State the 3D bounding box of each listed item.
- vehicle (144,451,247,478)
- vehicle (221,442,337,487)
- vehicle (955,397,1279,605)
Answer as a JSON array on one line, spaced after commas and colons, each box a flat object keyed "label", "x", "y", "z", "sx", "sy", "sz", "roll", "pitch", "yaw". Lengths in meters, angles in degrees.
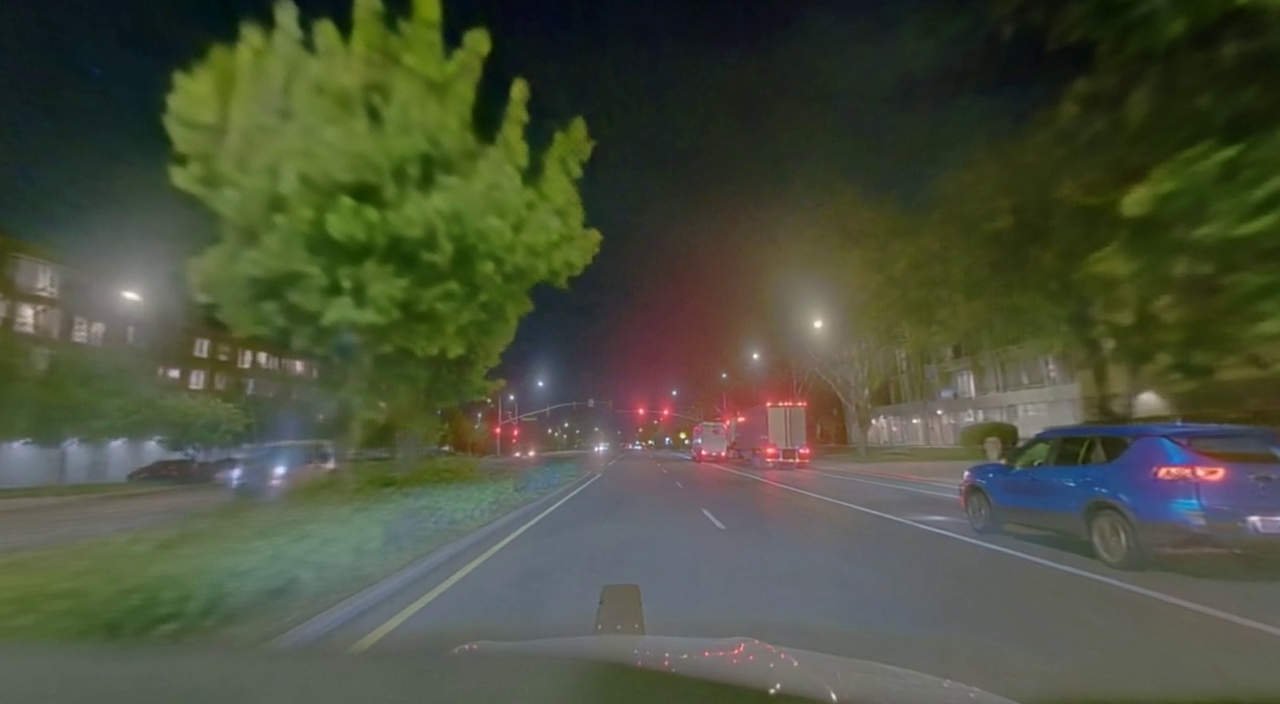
[{"label": "vehicle", "x": -24.992, "y": 6.336, "z": 35.621, "sx": 4.461, "sy": 1.452, "sz": 1.855, "roll": -1, "pitch": -8, "yaw": 3}, {"label": "vehicle", "x": -15.244, "y": 4.761, "z": 27.072, "sx": 2.063, "sy": 1.718, "sz": 4.905, "roll": 0, "pitch": -8, "yaw": 0}, {"label": "vehicle", "x": 6.111, "y": 1.602, "z": 7.765, "sx": 2.012, "sy": 1.754, "sz": 4.635, "roll": 0, "pitch": -8, "yaw": -1}]
